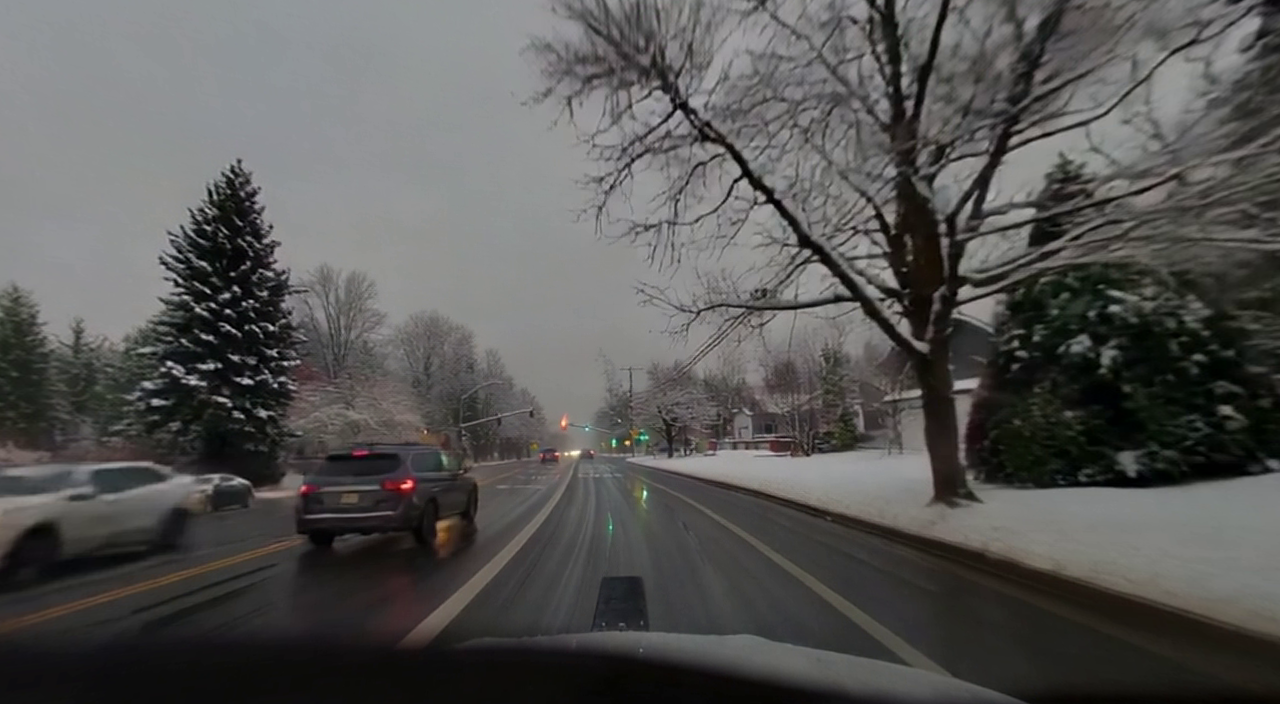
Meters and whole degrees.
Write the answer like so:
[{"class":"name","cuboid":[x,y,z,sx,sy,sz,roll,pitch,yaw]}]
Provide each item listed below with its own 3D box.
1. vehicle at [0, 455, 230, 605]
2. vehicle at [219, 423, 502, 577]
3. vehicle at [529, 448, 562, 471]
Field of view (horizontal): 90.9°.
[{"class":"vehicle","cuboid":[-7.679,2.122,8.127,1.915,1.486,4.349,0,-8,-2]},{"class":"vehicle","cuboid":[-3.652,2.010,9.482,2.084,1.701,4.734,0,-8,0]},{"class":"vehicle","cuboid":[-6.883,7.885,46.355,2.060,1.530,4.121,1,-8,-4]}]
